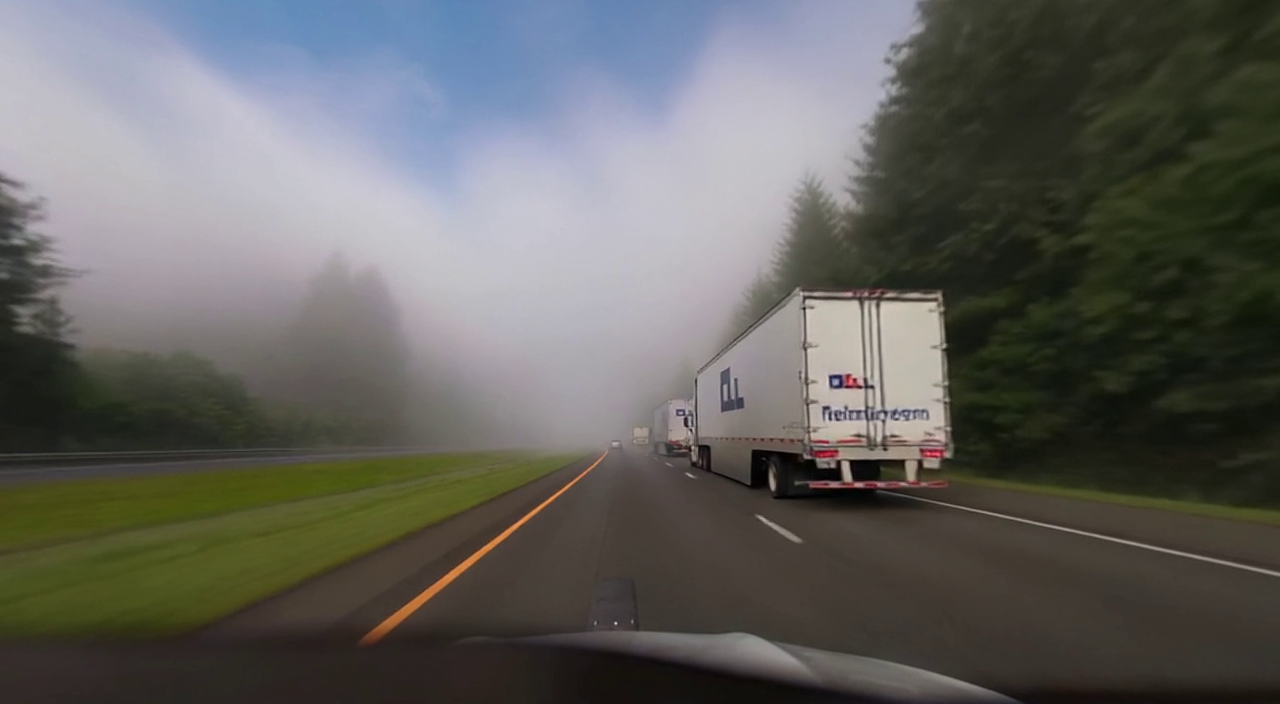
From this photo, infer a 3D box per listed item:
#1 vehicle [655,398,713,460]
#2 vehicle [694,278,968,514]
[{"bbox_3d":[3.100,6.184,48.971,2.871,4.072,14.183,1,-8,-3],"label":"vehicle"},{"bbox_3d":[3.853,1.722,18.056,2.863,4.031,14.678,0,-8,-2],"label":"vehicle"}]
